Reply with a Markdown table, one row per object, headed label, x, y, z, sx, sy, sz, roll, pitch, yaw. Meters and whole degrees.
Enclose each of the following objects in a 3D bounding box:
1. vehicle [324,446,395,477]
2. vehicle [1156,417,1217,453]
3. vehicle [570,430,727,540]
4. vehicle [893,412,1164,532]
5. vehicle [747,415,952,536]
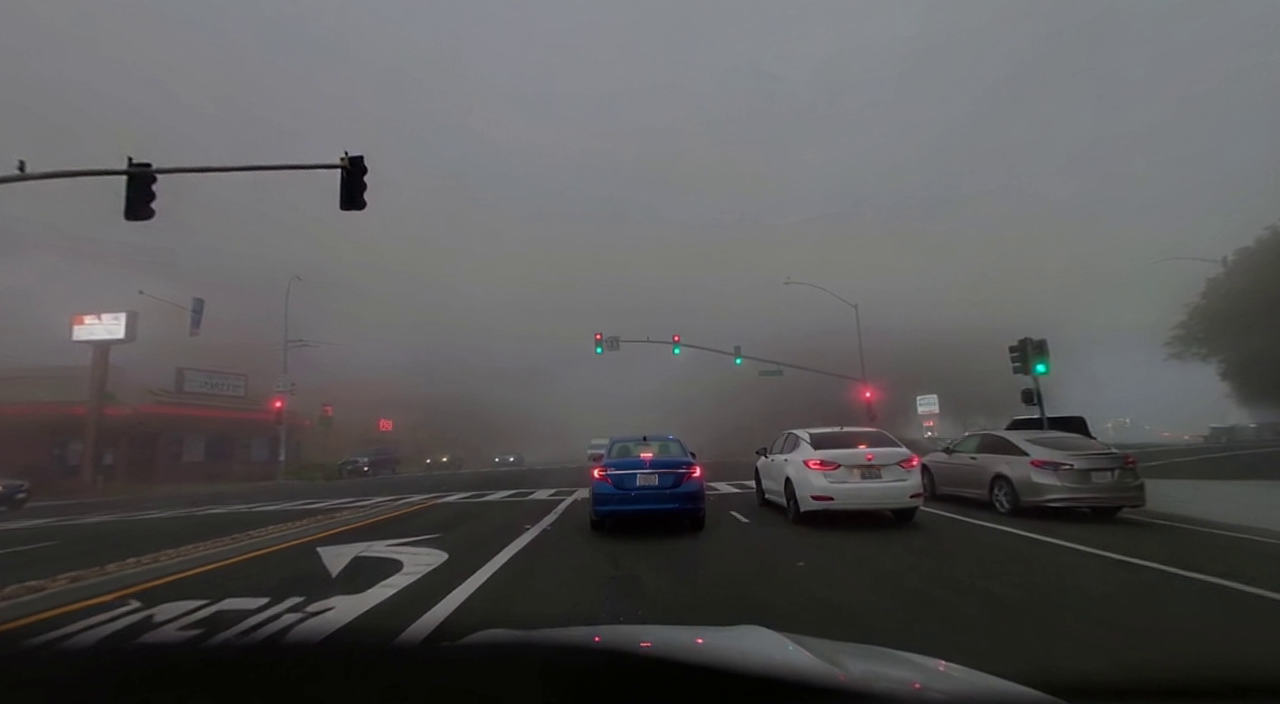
| label | x | y | z | sx | sy | sz | roll | pitch | yaw |
| --- | --- | --- | --- | --- | --- | --- | --- | --- | --- |
| vehicle | -18.612 | 7.271 | 42.254 | 2.324 | 1.911 | 5.610 | 0 | -8 | -2 |
| vehicle | 34.030 | 5.184 | 39.273 | 5.099 | 2.063 | 2.237 | 8 | -12 | -44 |
| vehicle | 0.084 | 2.126 | 10.741 | 2.135 | 1.468 | 4.076 | 0 | -8 | -1 |
| vehicle | 6.446 | 2.035 | 11.256 | 2.009 | 1.700 | 4.275 | 0 | -8 | -1 |
| vehicle | 3.266 | 2.046 | 11.051 | 1.973 | 1.633 | 4.717 | 0 | -8 | 0 |
